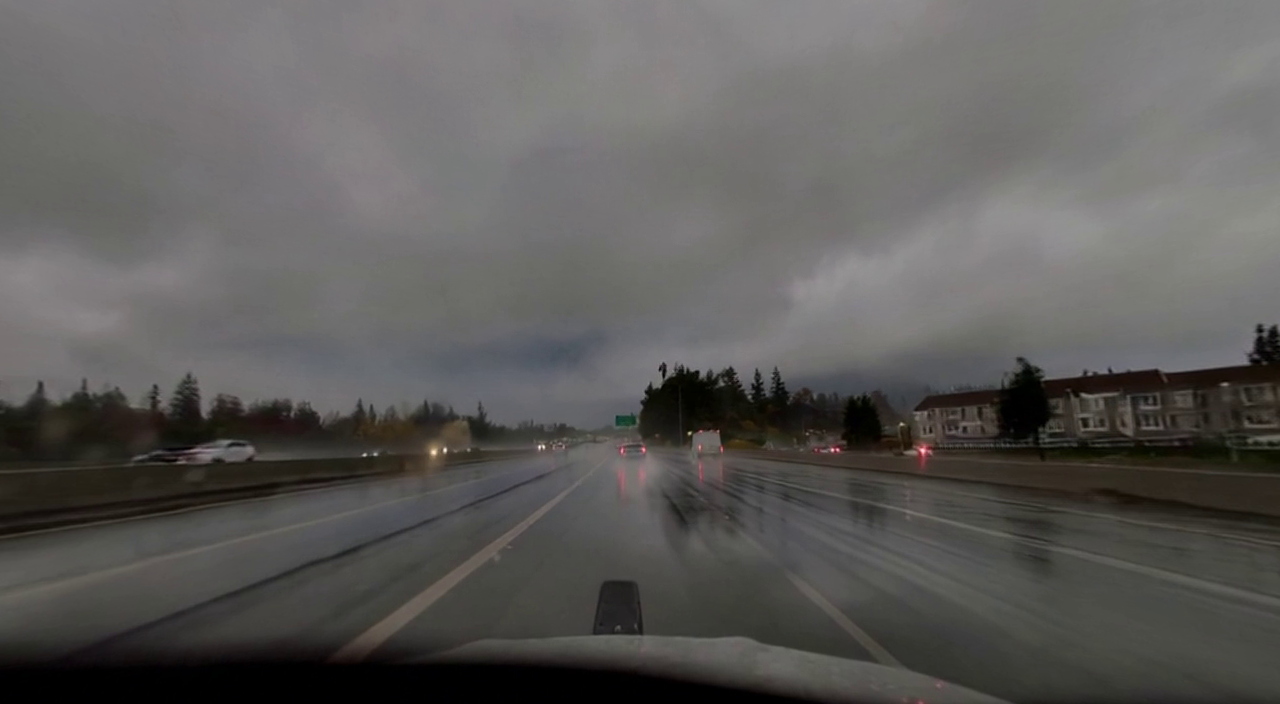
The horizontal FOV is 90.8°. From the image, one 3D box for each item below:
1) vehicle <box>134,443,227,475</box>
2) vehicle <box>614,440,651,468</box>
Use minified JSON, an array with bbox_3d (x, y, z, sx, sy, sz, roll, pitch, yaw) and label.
[{"bbox_3d":[-25.240,5.883,34.947,1.884,1.608,4.427,0,-8,-1],"label":"vehicle"},{"bbox_3d":[-0.464,5.774,36.108,2.012,1.471,4.059,0,-8,-1],"label":"vehicle"}]
